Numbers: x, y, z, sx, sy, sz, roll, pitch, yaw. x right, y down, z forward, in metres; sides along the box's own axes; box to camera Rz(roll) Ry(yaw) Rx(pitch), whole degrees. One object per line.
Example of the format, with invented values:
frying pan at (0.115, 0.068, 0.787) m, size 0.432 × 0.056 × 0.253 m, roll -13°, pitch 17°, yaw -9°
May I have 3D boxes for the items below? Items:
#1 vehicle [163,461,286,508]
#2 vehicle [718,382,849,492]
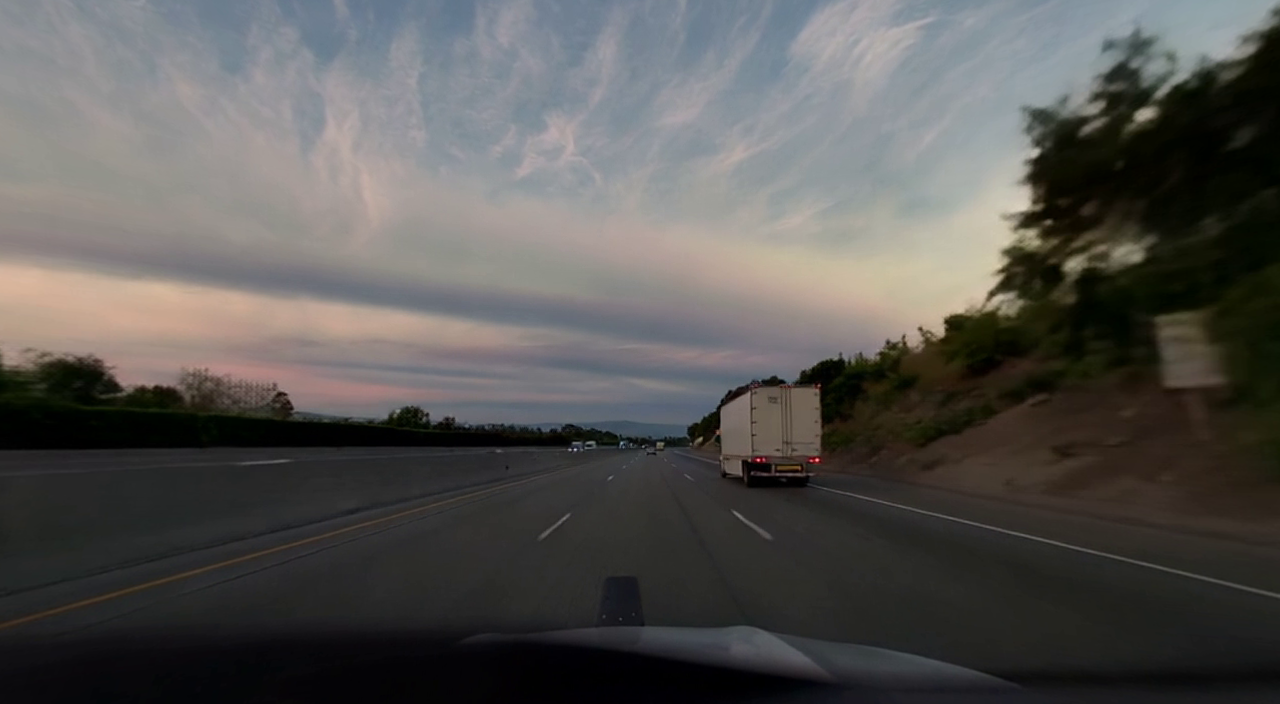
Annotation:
vehicle at (-14.935, 4.755, 22.990) m, size 1.818 × 1.454 × 3.854 m, roll 0°, pitch -9°, yaw 0°
vehicle at (4.845, 3.182, 23.222) m, size 2.771 × 3.313 × 8.121 m, roll 0°, pitch -9°, yaw -1°
